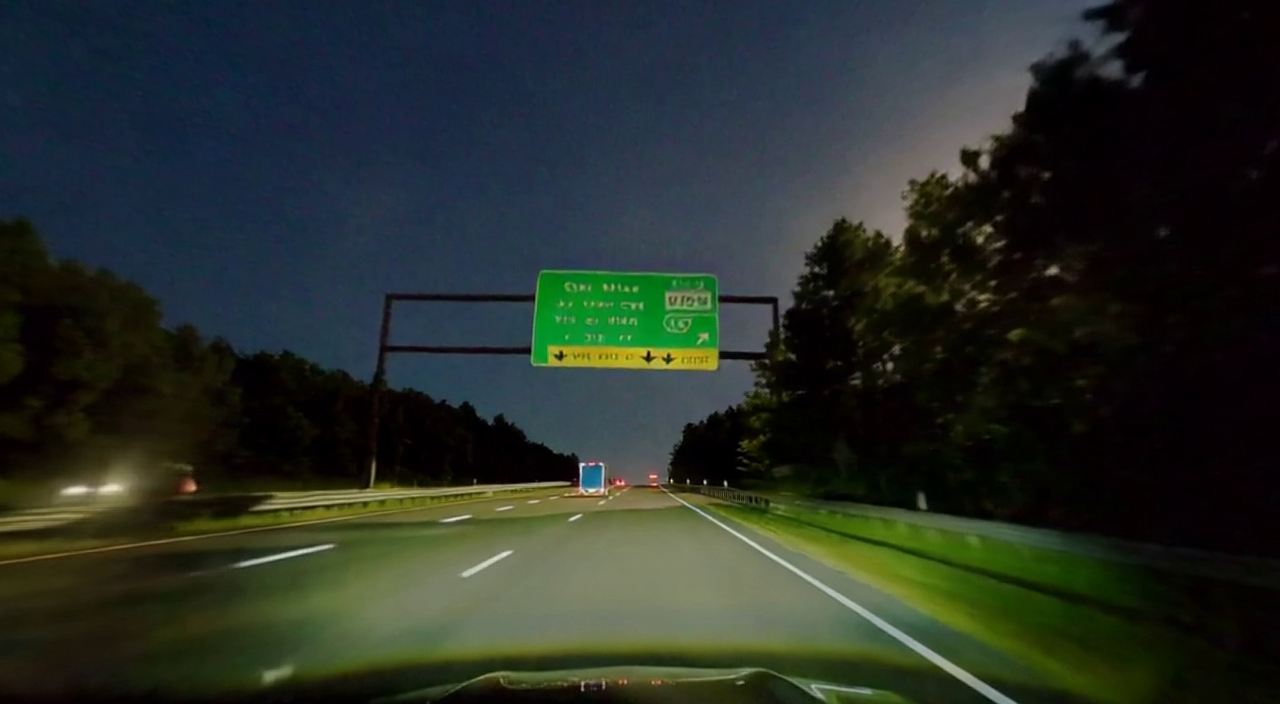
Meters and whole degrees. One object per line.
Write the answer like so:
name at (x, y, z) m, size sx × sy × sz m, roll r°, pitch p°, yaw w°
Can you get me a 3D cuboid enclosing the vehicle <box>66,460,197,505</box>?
vehicle at (-20.720, 5.319, 25.876) m, size 1.733 × 1.646 × 4.204 m, roll 0°, pitch -11°, yaw 1°
